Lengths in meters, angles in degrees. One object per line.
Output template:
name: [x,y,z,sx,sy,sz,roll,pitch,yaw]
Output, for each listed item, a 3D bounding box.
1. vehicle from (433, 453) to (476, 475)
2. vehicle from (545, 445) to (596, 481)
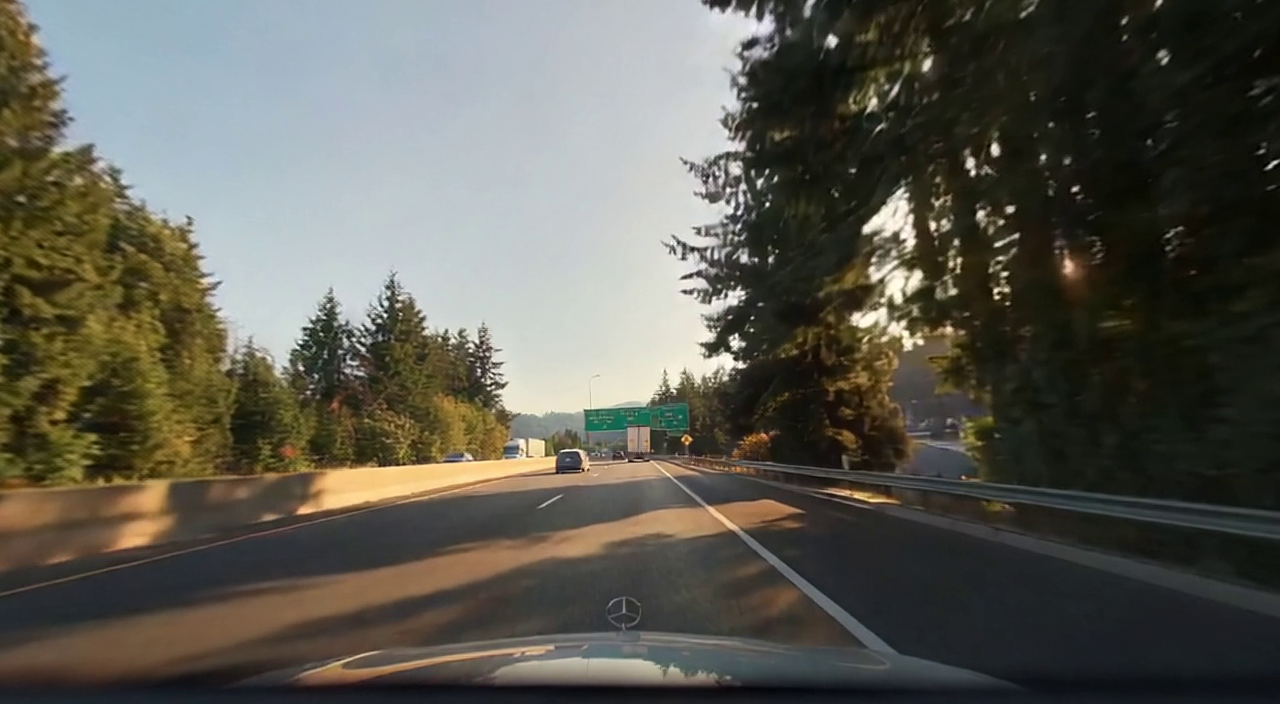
vehicle: [-13.141,7.942,44.921,1.796,1.445,3.995,0,-9,1]
vehicle: [-3.465,5.642,32.381,2.081,1.682,4.425,0,-9,0]
